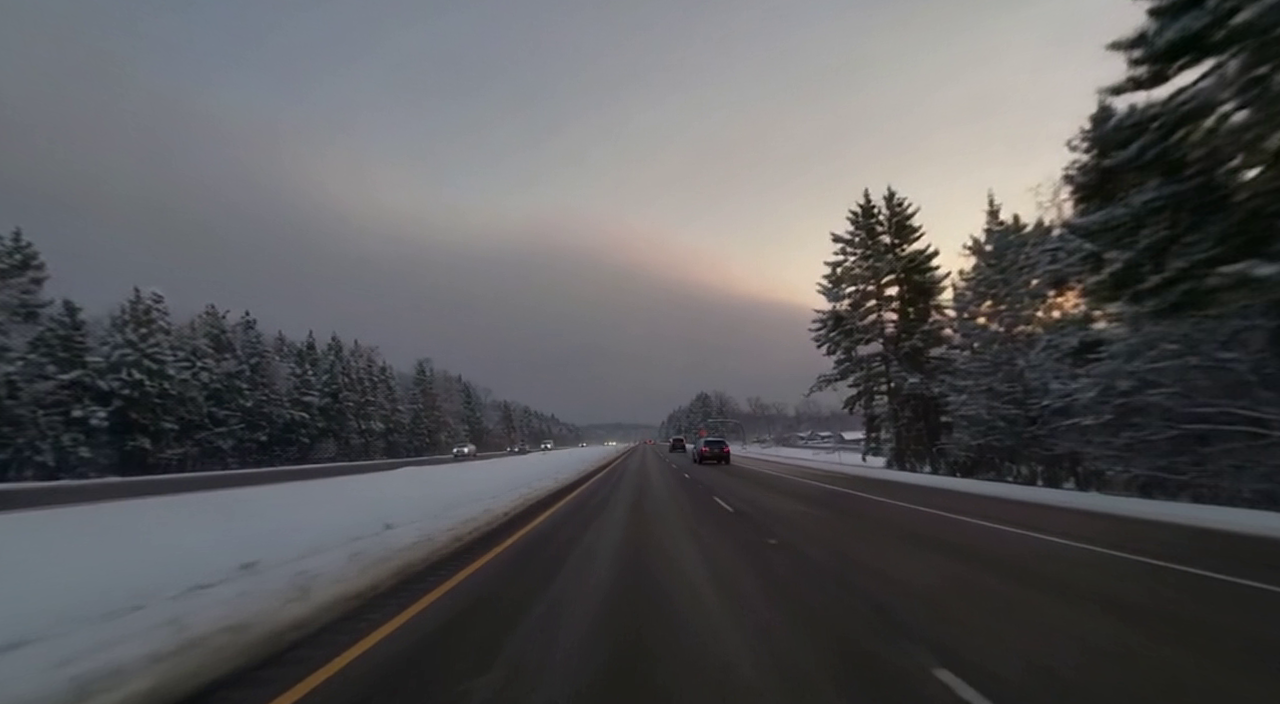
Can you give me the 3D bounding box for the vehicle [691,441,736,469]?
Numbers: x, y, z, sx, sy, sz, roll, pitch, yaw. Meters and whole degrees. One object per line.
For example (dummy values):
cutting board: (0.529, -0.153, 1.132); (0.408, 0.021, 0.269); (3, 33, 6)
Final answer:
vehicle: (4.223, 6.004, 36.836); (2.062, 1.518, 4.026); (0, -8, -1)
